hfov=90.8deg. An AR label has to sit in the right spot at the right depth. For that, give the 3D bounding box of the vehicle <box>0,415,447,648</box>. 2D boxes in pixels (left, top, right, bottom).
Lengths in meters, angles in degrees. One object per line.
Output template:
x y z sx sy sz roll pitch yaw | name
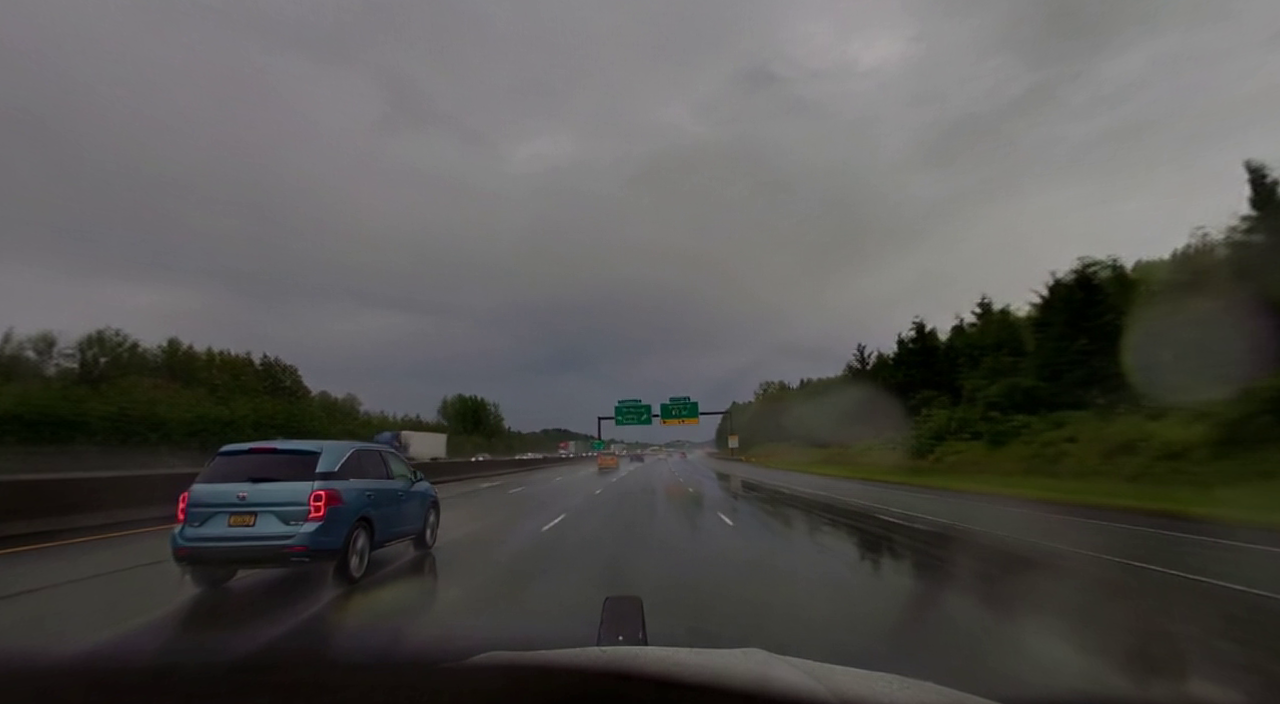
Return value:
-3.712 1.584 6.597 2.016 1.623 4.126 0 -9 1 | vehicle
